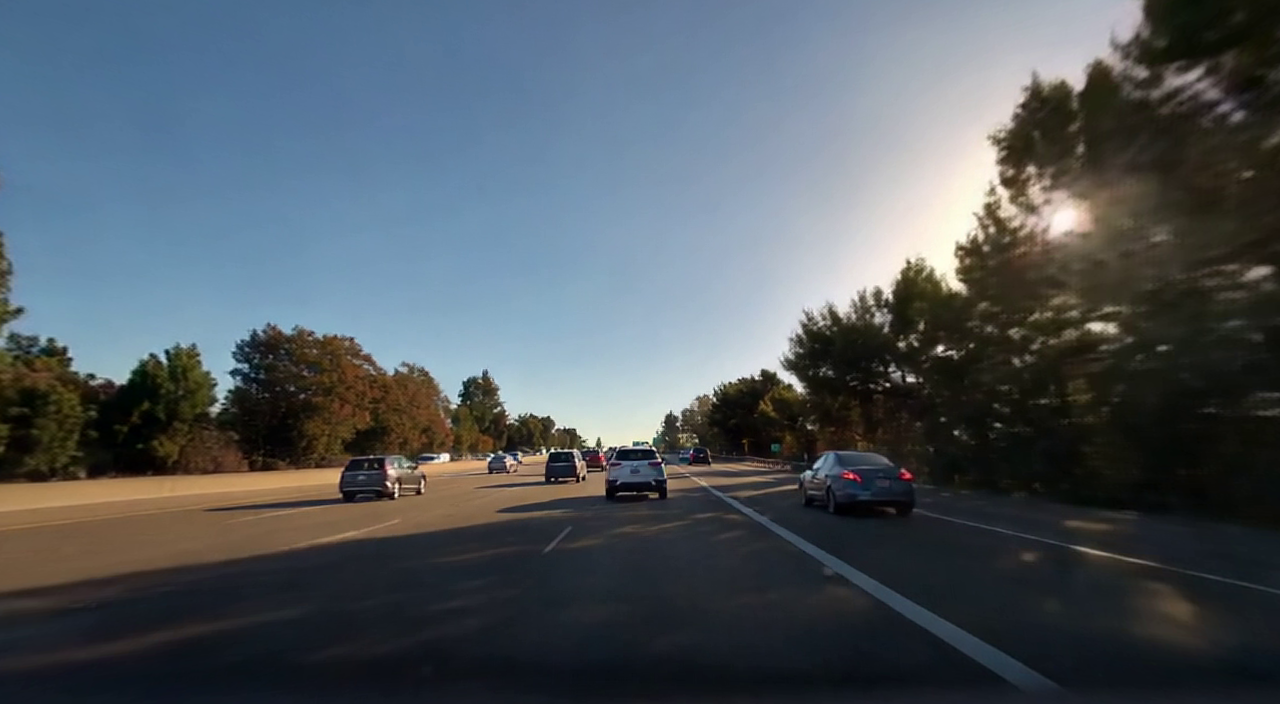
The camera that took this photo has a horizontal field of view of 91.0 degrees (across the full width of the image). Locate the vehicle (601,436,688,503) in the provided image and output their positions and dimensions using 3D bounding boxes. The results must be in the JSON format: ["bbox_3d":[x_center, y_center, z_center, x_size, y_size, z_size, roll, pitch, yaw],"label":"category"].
[{"bbox_3d":[0.151,3.350,18.395,2.223,1.722,4.177,0,-9,1],"label":"vehicle"}]

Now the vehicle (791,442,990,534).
[{"bbox_3d":[4.625,2.554,12.575,2.006,1.474,4.669,0,-9,0],"label":"vehicle"}]

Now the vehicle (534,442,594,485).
[{"bbox_3d":[-3.365,5.026,28.776,2.142,1.808,4.266,0,-9,1],"label":"vehicle"}]

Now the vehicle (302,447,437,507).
[{"bbox_3d":[-7.698,3.561,18.479,1.927,1.514,4.474,0,-9,1],"label":"vehicle"}]

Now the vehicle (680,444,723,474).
[{"bbox_3d":[3.965,6.980,41.336,2.175,1.830,5.173,0,-9,-1],"label":"vehicle"}]

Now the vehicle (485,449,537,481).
[{"bbox_3d":[-7.063,6.196,34.785,1.931,1.617,4.060,0,-9,1],"label":"vehicle"}]
